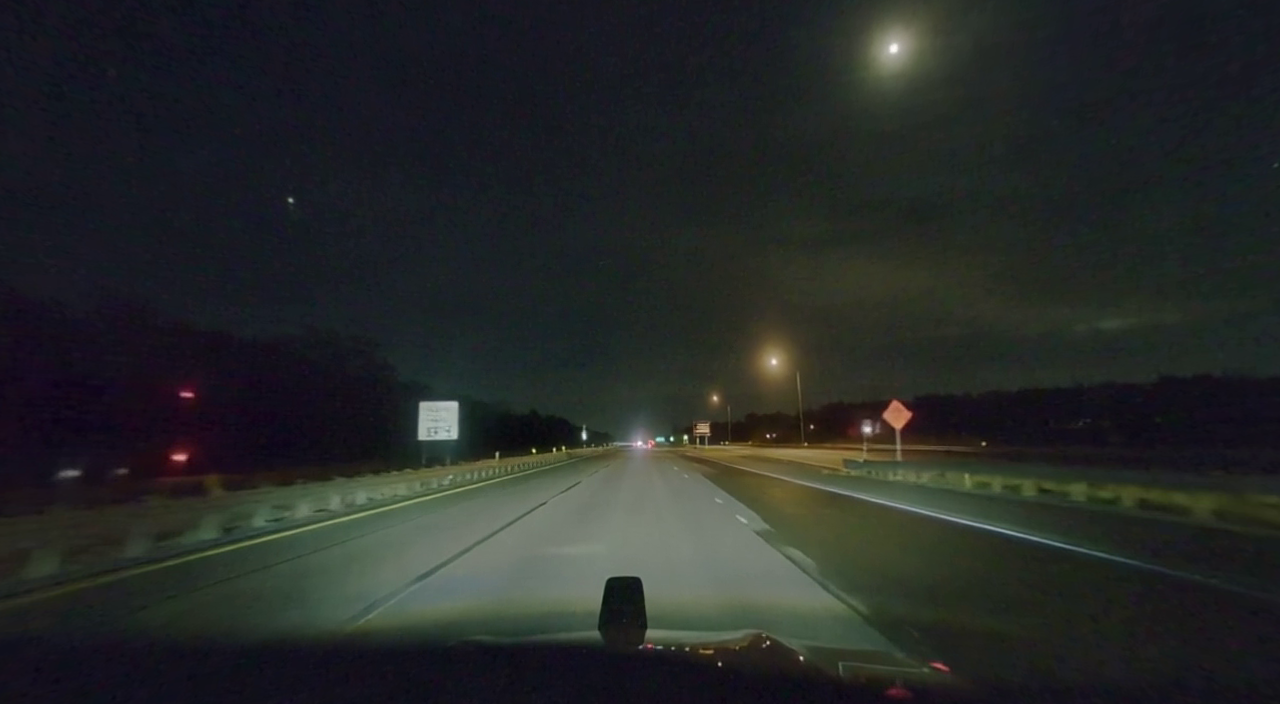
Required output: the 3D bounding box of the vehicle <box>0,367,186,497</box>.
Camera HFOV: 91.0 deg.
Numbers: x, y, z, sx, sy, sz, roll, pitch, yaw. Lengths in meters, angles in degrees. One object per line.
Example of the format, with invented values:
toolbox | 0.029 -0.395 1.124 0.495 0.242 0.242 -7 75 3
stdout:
vehicle | -21.048 2.539 19.805 3.001 3.922 14.097 0 -8 0
